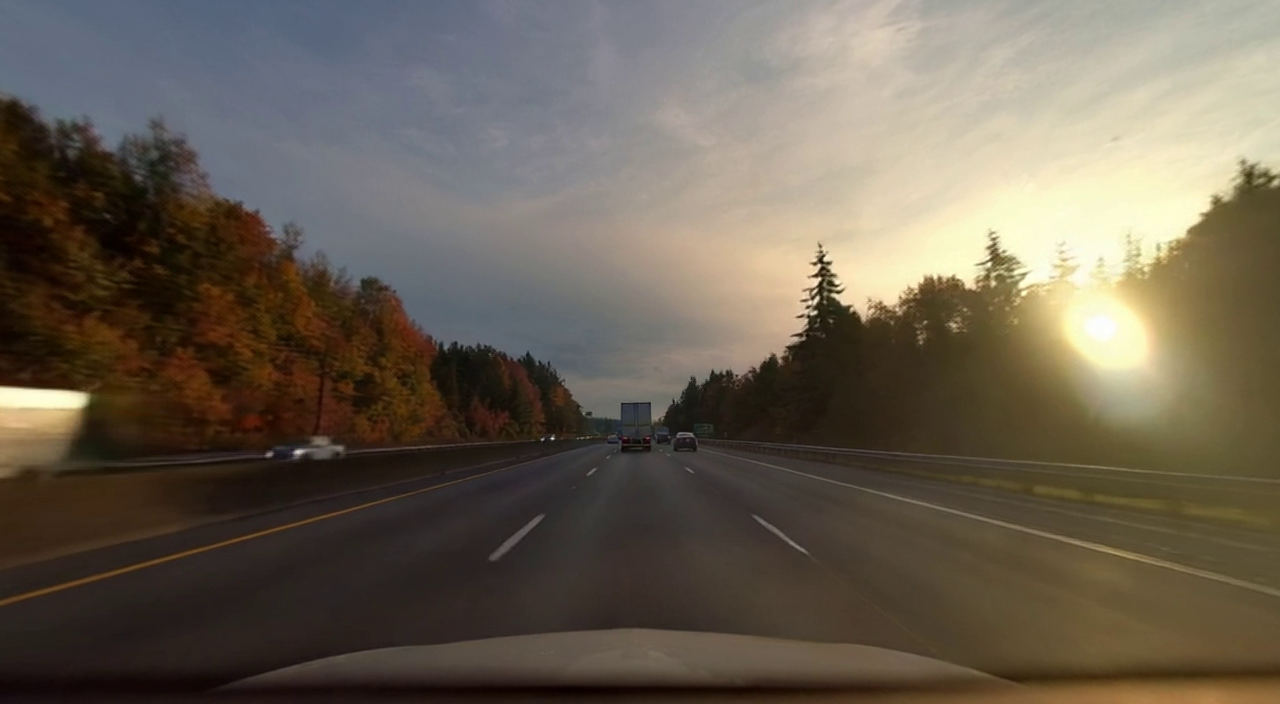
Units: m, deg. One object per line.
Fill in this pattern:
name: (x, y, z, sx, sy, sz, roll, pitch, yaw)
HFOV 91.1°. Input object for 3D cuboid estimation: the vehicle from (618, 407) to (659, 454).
vehicle: (-0.210, 5.416, 43.282, 2.631, 2.957, 6.512, 0, -8, -2)

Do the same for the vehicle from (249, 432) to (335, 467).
vehicle: (-20.000, 5.620, 36.438, 2.070, 1.882, 5.035, 0, -8, 0)
